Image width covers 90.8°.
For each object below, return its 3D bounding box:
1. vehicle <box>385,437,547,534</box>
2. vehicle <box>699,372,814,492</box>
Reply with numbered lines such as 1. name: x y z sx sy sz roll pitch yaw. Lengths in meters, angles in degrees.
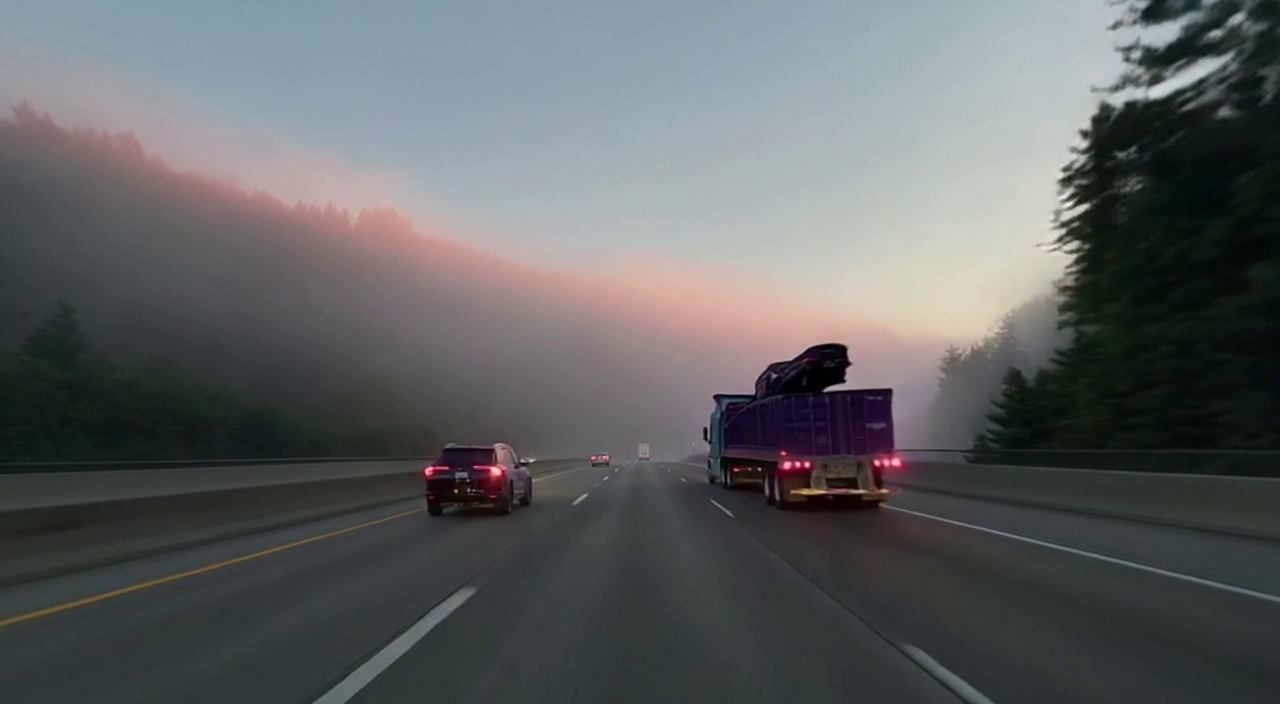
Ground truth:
1. vehicle: -3.127 2.482 12.296 1.944 1.548 4.051 0 -9 1
2. vehicle: 4.035 3.015 23.354 3.016 3.891 5.767 0 -9 -1
